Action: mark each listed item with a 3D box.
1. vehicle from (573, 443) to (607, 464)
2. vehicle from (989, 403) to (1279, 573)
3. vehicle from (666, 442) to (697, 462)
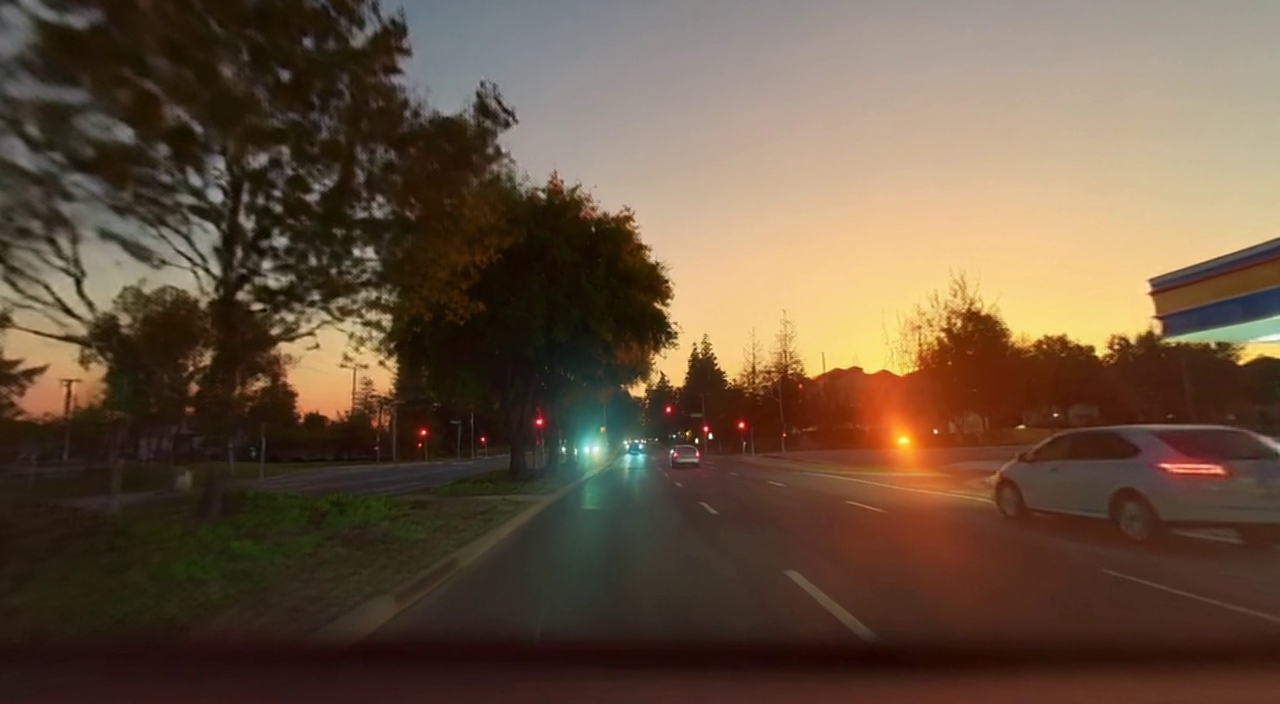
[{"bbox_3d":[-3.543,7.231,45.263,2.049,1.449,4.213,0,-8,0],"label":"vehicle"},{"bbox_3d":[6.756,1.638,8.351,1.950,1.668,4.053,0,-8,0],"label":"vehicle"},{"bbox_3d":[3.150,7.616,48.377,2.029,1.442,4.054,0,-8,-1],"label":"vehicle"}]
